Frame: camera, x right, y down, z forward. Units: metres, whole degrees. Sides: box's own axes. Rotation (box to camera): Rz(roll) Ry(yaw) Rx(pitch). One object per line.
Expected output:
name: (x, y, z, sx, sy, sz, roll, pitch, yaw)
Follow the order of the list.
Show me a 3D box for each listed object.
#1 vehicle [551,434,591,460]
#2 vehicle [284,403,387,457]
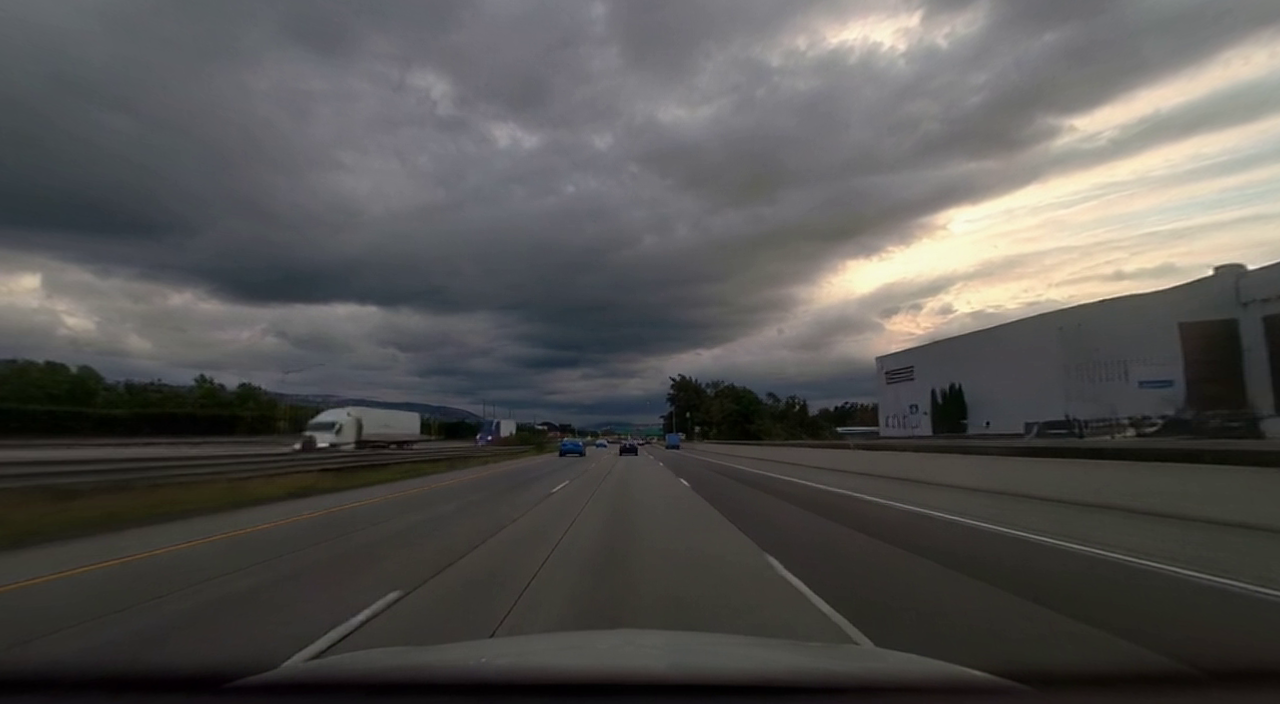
vehicle: (-4.508, 6.326, 41.922, 2.271, 1.626, 4.463, 0, -8, -1)
vehicle: (-21.280, 5.620, 44.640, 2.876, 3.453, 9.040, 0, -8, -1)
